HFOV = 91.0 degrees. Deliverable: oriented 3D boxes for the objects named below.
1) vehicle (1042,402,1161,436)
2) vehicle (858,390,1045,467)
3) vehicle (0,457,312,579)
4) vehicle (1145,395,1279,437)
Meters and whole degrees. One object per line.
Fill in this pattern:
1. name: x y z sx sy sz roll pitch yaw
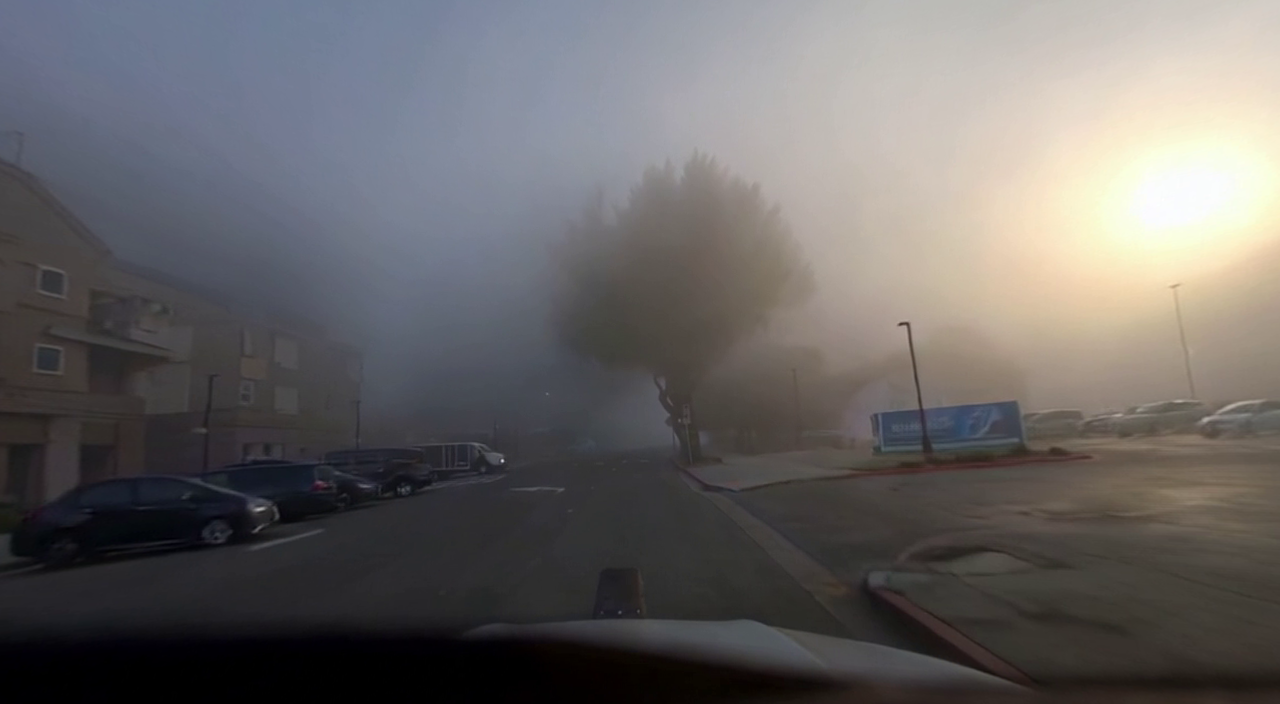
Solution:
1. vehicle: 23.787 3.495 32.549 4.521 1.634 1.996 0 -9 0
2. vehicle: 10.984 2.716 22.476 5.453 1.794 2.011 -9 -6 -2
3. vehicle: -8.604 2.750 10.923 1.879 1.543 4.778 -13 -13 43
4. vehicle: 23.215 2.556 24.917 4.746 1.536 1.914 0 -9 -1
